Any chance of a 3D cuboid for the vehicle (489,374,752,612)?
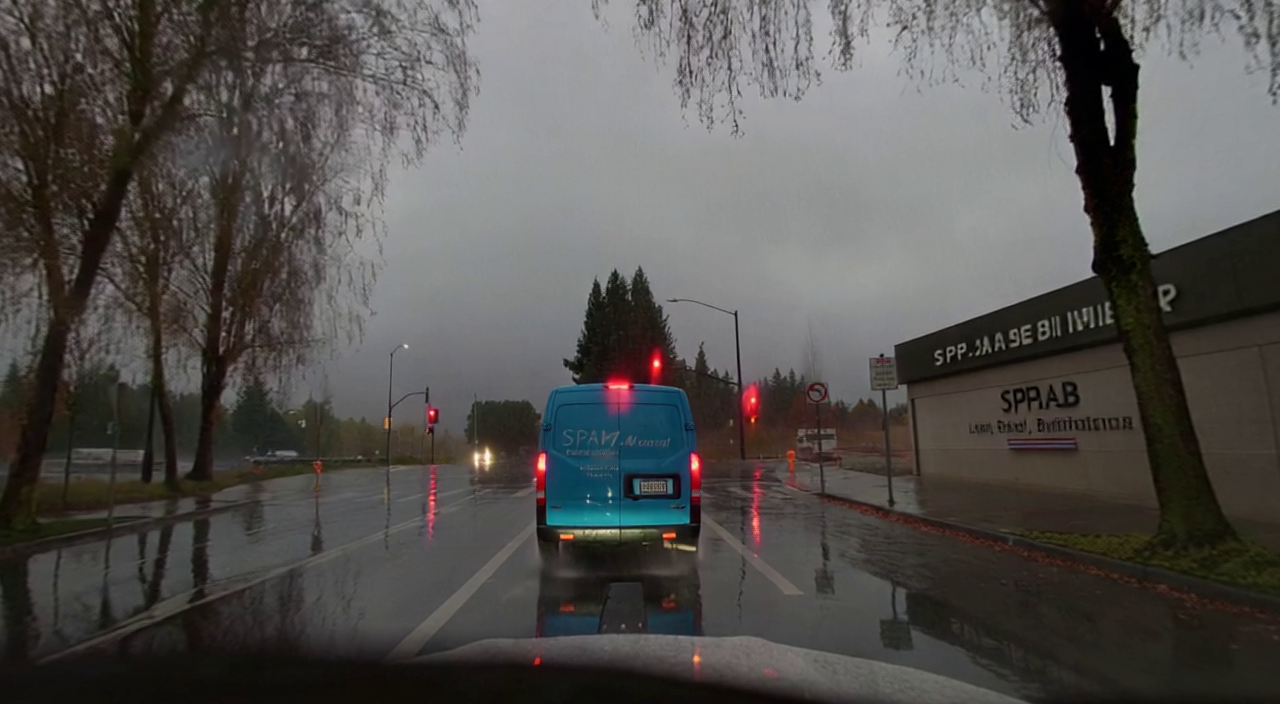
[{"bbox_3d":[-0.289,1.466,7.295,2.181,1.949,3.932,1,-9,-4],"label":"vehicle"}]
